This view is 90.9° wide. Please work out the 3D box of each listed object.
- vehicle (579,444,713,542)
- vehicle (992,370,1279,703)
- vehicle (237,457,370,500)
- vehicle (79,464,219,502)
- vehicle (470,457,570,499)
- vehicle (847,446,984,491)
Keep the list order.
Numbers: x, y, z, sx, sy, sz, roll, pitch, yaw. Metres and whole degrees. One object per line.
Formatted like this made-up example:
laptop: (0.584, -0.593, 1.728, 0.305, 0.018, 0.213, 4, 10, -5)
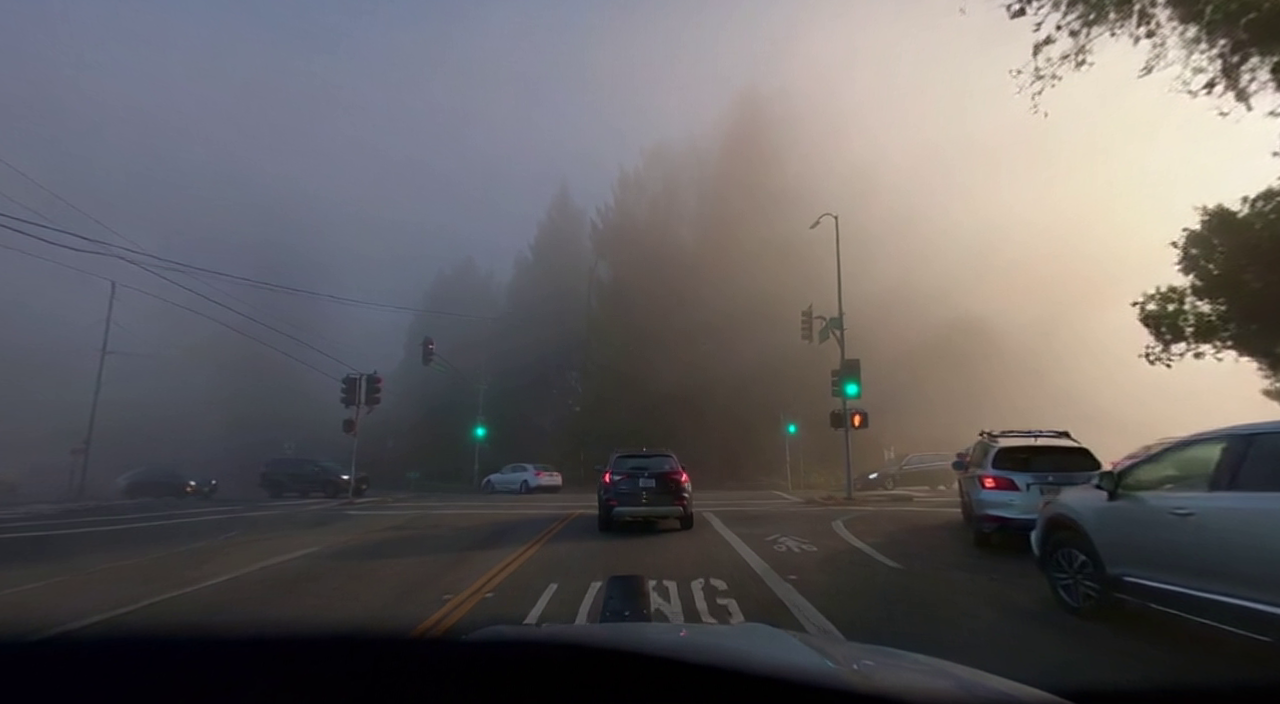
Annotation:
vehicle: (0.062, 2.538, 12.140, 2.078, 1.506, 4.512, 0, -8, -1)
vehicle: (4.559, 1.112, 3.999, 2.095, 1.836, 4.895, -1, -8, 4)
vehicle: (-13.892, 5.209, 26.134, 4.485, 1.625, 1.980, -1, -8, 10)
vehicle: (-21.090, 5.605, 27.162, 4.736, 1.475, 1.921, -1, -8, 9)
vehicle: (-5.091, 5.225, 26.444, 2.063, 1.492, 4.343, 8, -12, -43)
vehicle: (11.022, 4.677, 25.536, 4.600, 1.722, 2.074, -1, -8, 6)
